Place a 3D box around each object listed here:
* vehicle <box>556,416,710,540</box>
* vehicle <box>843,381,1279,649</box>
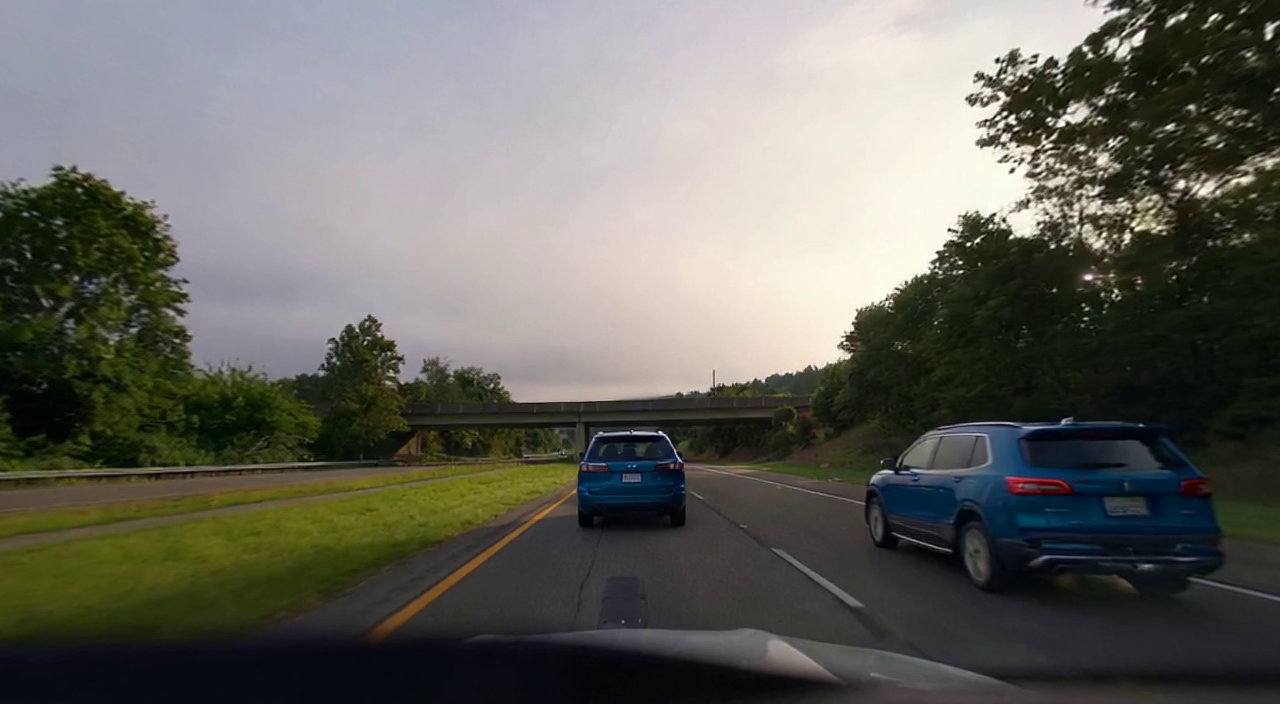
[{"bbox_3d":[-0.123,2.201,11.480,2.288,1.823,4.059,0,-9,-1],"label":"vehicle"},{"bbox_3d":[3.960,1.439,6.577,2.043,1.767,4.620,0,-9,-1],"label":"vehicle"}]
